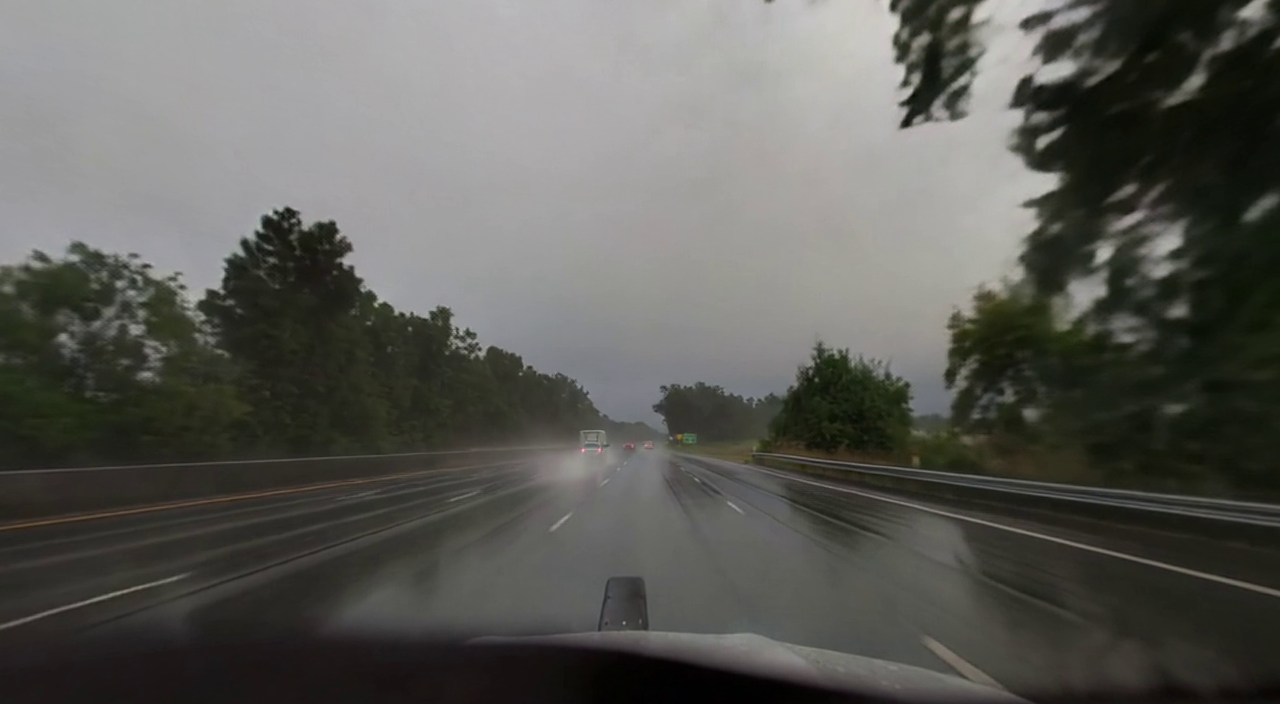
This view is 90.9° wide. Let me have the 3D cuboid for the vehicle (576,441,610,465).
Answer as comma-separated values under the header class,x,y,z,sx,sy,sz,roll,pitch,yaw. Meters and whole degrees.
class,x,y,z,sx,sy,sz,roll,pitch,yaw
vehicle,-3.239,7.023,44.087,1.993,1.589,3.898,0,-8,1
